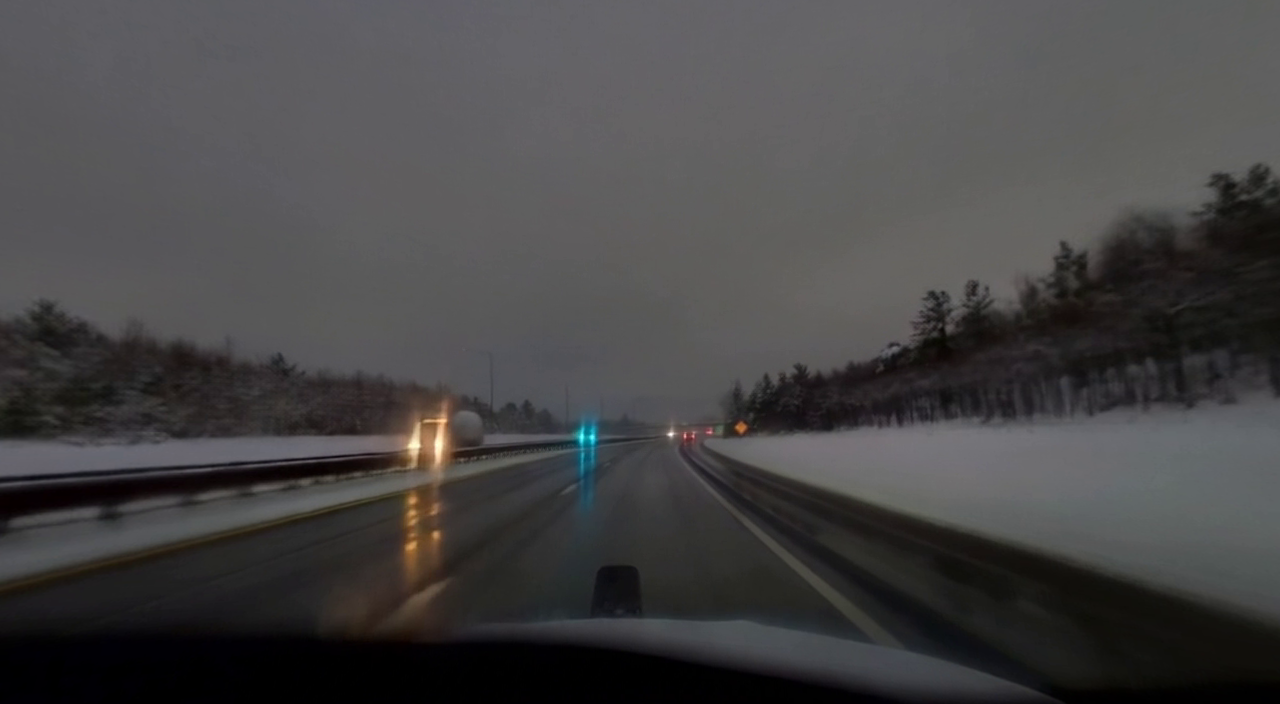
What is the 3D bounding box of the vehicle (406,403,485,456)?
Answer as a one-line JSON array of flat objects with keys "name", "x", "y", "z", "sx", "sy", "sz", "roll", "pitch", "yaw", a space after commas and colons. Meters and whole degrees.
[{"name": "vehicle", "x": -14.485, "y": 5.964, "z": 47.801, "sx": 2.791, "sy": 3.613, "sz": 8.984, "roll": 0, "pitch": -8, "yaw": 3}]
